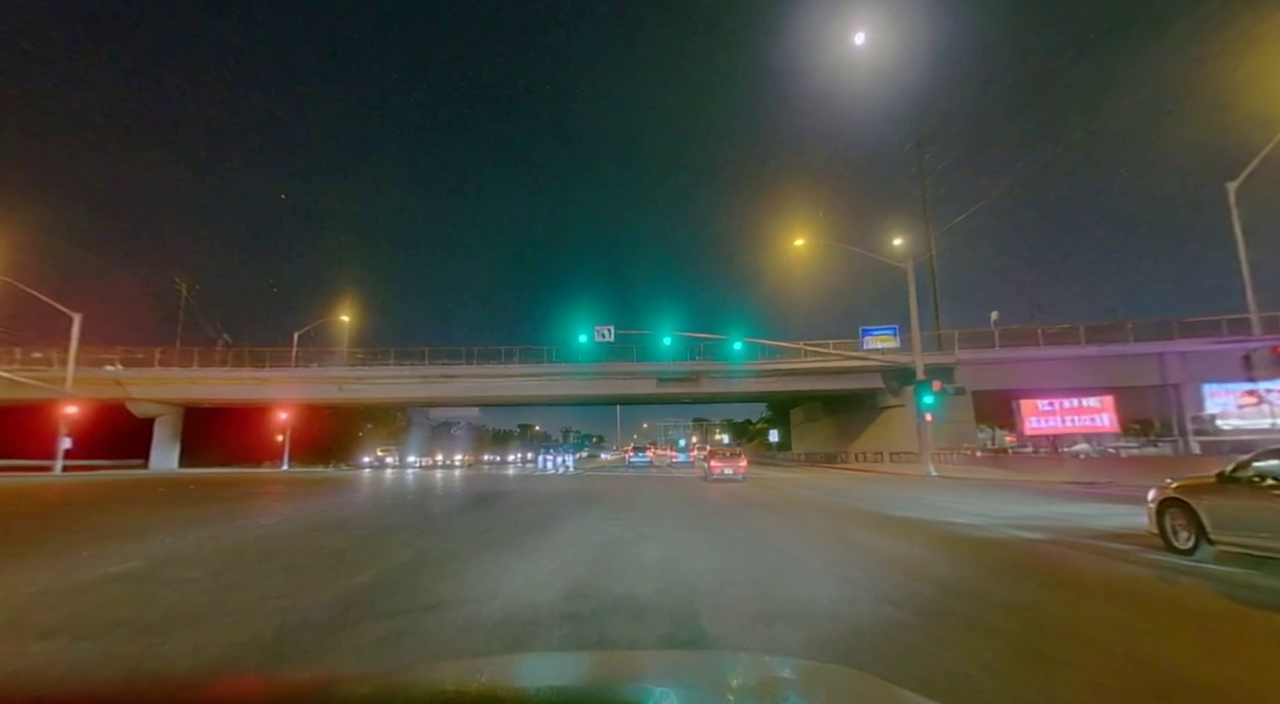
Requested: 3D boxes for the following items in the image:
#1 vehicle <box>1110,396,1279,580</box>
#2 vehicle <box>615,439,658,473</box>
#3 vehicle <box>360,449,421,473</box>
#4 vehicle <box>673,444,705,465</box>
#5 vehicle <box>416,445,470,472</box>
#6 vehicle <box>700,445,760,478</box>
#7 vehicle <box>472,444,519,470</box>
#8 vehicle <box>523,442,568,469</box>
[{"bbox_3d":[6.756,1.212,5.554,1.964,1.647,4.114,0,-9,0],"label":"vehicle"},{"bbox_3d":[-0.140,5.551,33.738,2.172,1.694,4.055,0,-9,1],"label":"vehicle"},{"bbox_3d":[-16.589,7.231,41.988,1.982,1.499,4.735,0,-9,1],"label":"vehicle"},{"bbox_3d":[3.699,7.834,48.015,2.119,1.509,4.495,0,-9,0],"label":"vehicle"},{"bbox_3d":[-12.813,6.940,41.159,1.985,1.606,4.570,0,-9,1],"label":"vehicle"},{"bbox_3d":[4.069,5.054,29.165,2.156,1.404,4.120,0,-9,0],"label":"vehicle"},{"bbox_3d":[-9.411,6.876,41.163,1.945,1.590,4.141,0,-9,2],"label":"vehicle"},{"bbox_3d":[-5.845,6.547,39.397,1.971,1.542,4.377,-2,-10,2],"label":"vehicle"}]
